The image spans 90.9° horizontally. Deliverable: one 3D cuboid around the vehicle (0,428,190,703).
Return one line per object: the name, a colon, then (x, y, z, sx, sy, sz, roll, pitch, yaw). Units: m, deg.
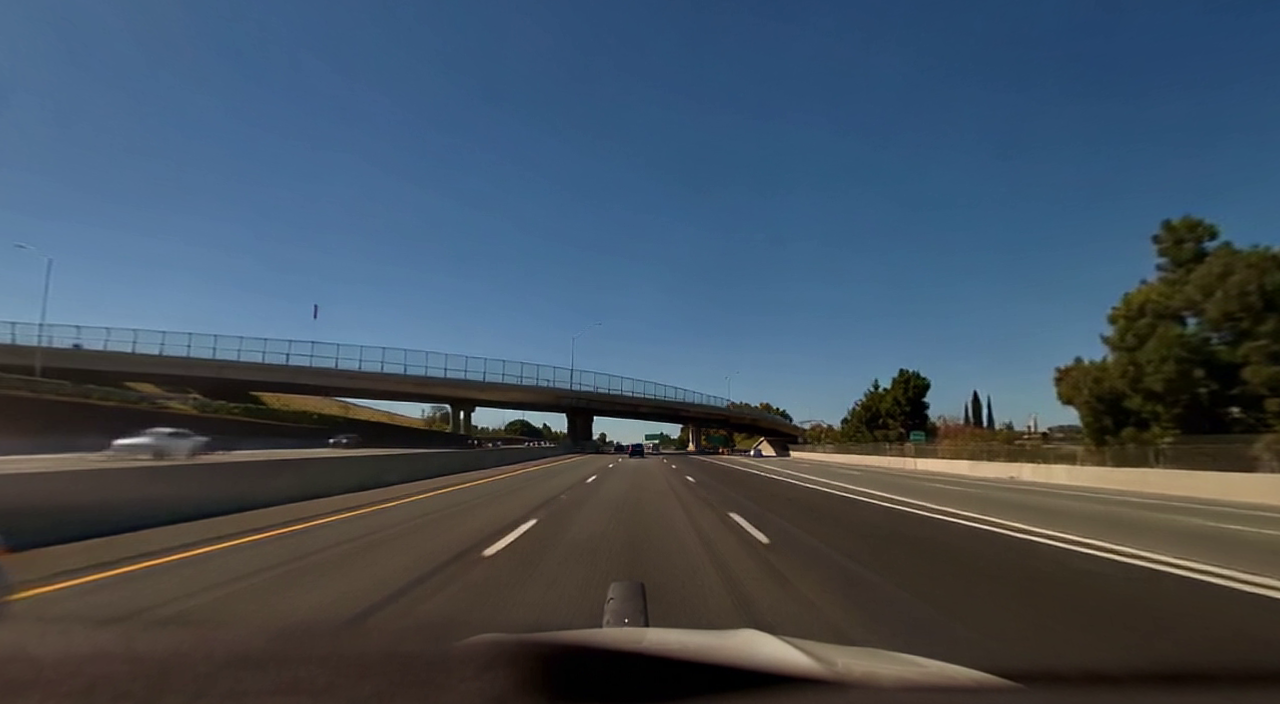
vehicle: (-3.853, 0.969, 1.925, 1.968, 1.504, 3.892, 0, -8, 2)
